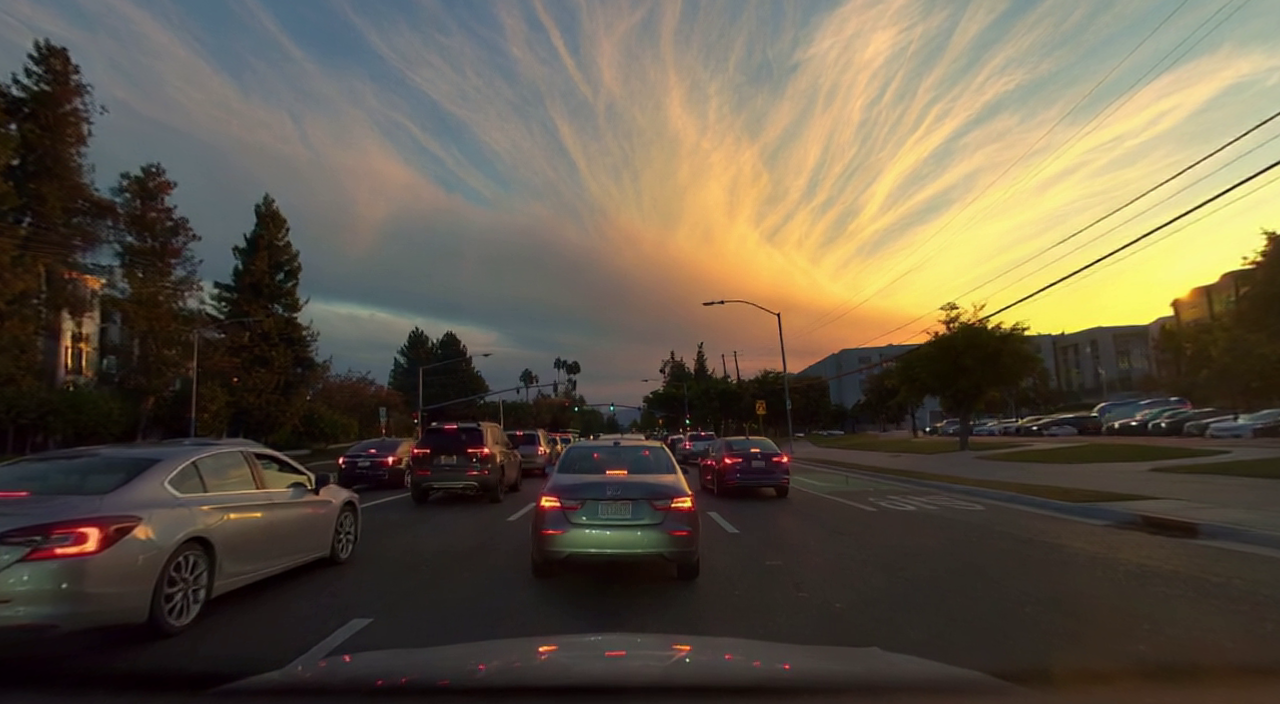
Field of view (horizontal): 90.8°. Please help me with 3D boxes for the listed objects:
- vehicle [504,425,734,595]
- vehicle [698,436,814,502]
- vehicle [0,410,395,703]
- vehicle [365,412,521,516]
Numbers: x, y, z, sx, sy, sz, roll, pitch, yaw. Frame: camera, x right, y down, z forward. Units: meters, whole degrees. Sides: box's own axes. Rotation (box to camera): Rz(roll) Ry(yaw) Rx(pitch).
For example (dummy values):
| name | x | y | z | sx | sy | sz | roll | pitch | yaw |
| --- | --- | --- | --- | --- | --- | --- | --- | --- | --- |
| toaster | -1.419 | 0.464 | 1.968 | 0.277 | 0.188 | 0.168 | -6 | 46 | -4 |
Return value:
| name | x | y | z | sx | sy | sz | roll | pitch | yaw |
| --- | --- | --- | --- | --- | --- | --- | --- | --- | --- |
| vehicle | -0.233 | 1.678 | 7.617 | 2.007 | 1.467 | 4.059 | 0 | -8 | -2 |
| vehicle | 2.804 | 2.952 | 16.416 | 1.978 | 1.452 | 4.381 | 0 | -8 | -3 |
| vehicle | -3.864 | 1.346 | 5.244 | 1.985 | 1.467 | 4.224 | 0 | -9 | -1 |
| vehicle | -4.038 | 2.381 | 13.894 | 2.054 | 1.881 | 4.469 | 0 | -8 | -1 |
